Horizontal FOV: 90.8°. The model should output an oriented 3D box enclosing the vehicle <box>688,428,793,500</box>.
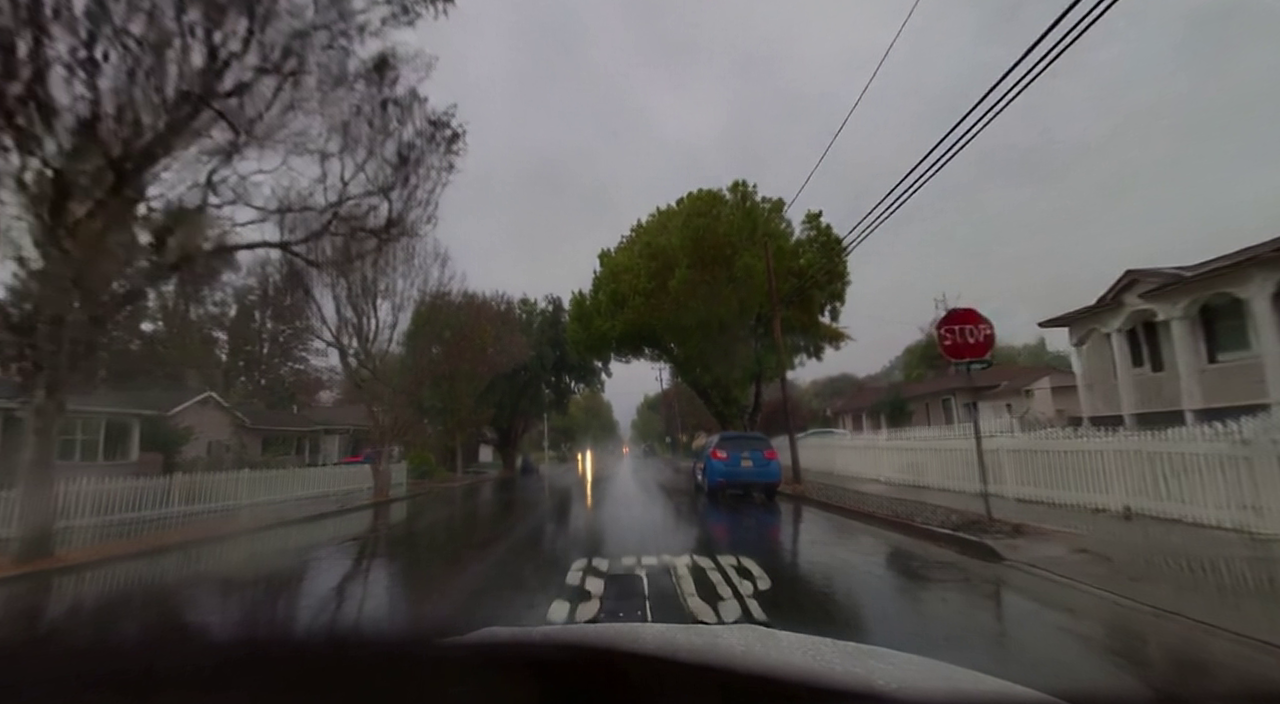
[{"bbox_3d":[2.694,3.169,18.233,2.126,1.795,4.751,0,-9,-1],"label":"vehicle"}]
